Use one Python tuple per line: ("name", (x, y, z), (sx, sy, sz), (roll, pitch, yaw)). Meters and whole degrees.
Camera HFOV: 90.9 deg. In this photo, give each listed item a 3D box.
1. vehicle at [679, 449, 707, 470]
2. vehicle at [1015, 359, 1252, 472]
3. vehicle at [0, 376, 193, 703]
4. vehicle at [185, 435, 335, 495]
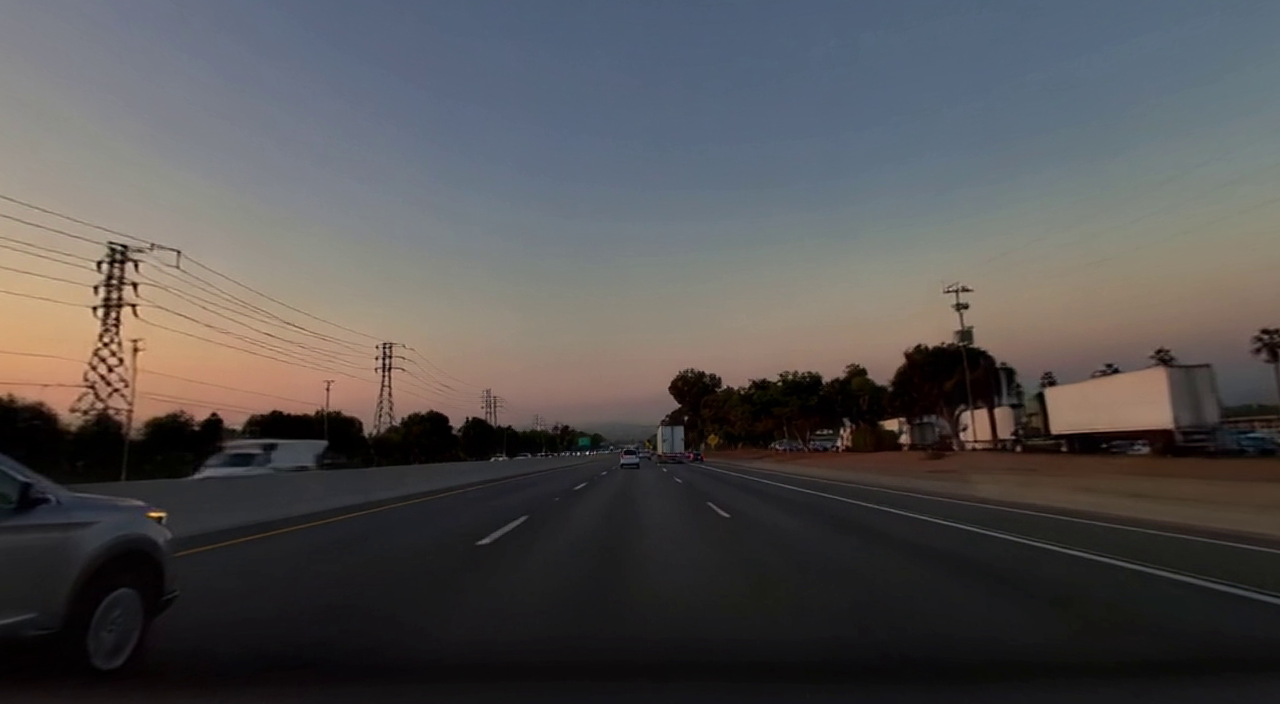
("vehicle", (3.997, 8.129, 47.839), (1.779, 1.512, 3.517), (0, -9, 0))
("vehicle", (22.786, 3.274, 30.398), (2.948, 4.403, 10.315), (-3, -9, 1))
("vehicle", (-4.198, 0.821, 2.077), (2.018, 1.710, 4.649), (0, -9, 0))
("vehicle", (-12.491, 3.754, 21.208), (2.097, 1.747, 4.775), (0, -9, -1))
